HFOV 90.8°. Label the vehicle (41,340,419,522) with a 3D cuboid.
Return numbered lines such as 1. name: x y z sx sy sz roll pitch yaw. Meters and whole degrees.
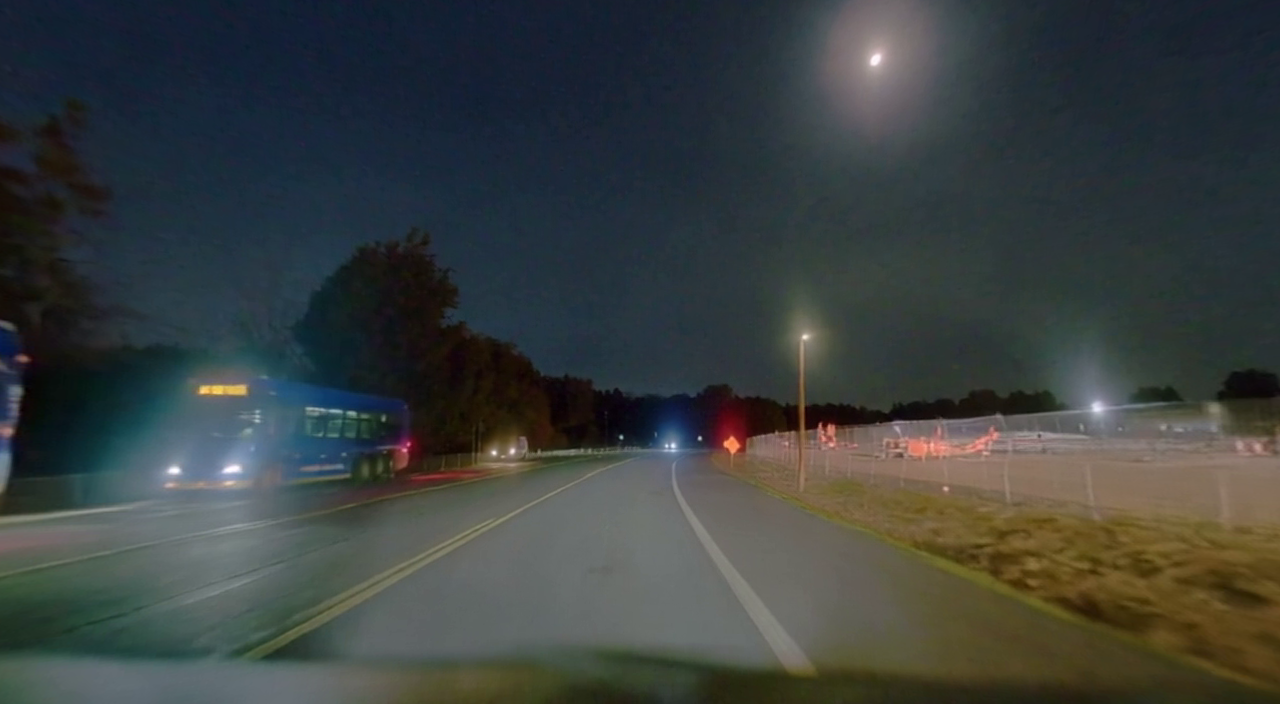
1. vehicle: -10.531 2.369 19.090 3.092 3.562 12.230 -3 -7 1
